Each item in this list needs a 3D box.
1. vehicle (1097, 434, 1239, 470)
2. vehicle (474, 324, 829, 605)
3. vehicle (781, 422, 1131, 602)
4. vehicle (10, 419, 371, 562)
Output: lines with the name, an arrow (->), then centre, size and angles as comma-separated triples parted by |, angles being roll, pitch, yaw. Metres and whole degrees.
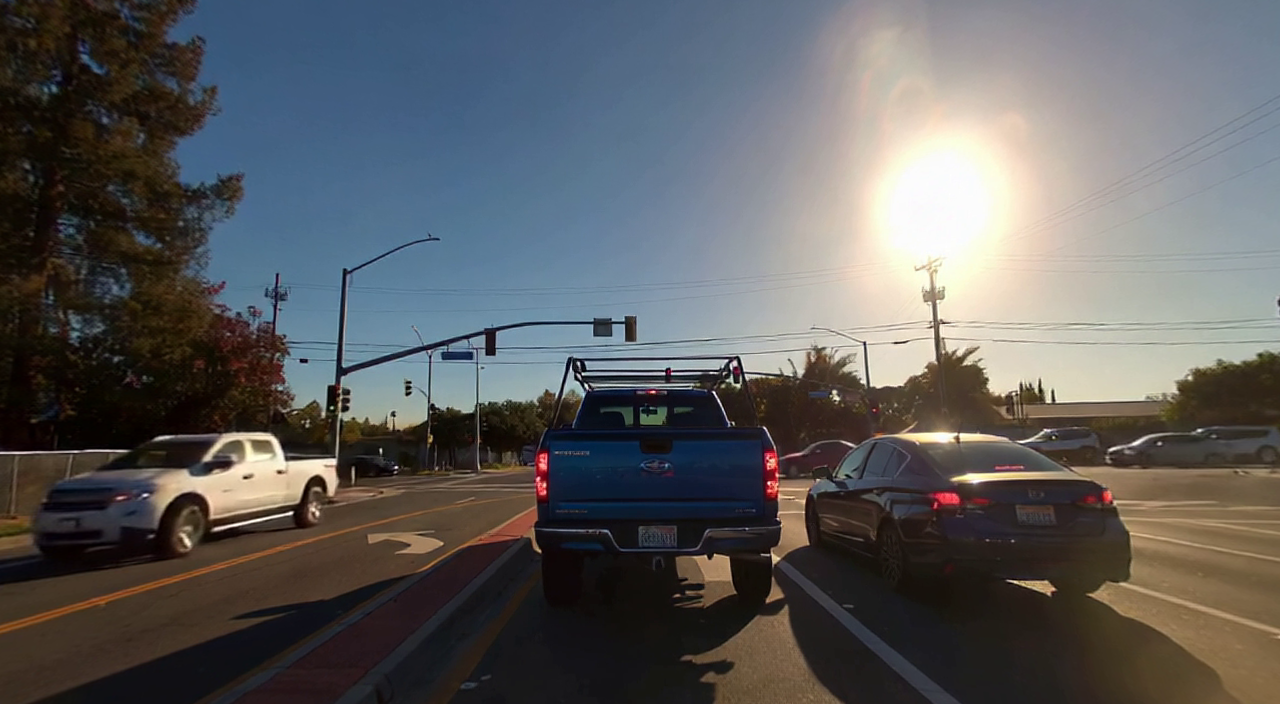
vehicle -> 26.279, 4.992, 31.612 | 4.871, 1.673, 2.153 | -2, -9, 14
vehicle -> 0.099, 1.343, 8.236 | 2.831, 2.284, 6.149 | 0, -8, 0
vehicle -> 3.114, 1.645, 7.380 | 1.993, 1.495, 4.060 | 0, -8, 0
vehicle -> -7.458, 2.330, 11.539 | 2.455, 1.971, 5.329 | -1, -8, 3
